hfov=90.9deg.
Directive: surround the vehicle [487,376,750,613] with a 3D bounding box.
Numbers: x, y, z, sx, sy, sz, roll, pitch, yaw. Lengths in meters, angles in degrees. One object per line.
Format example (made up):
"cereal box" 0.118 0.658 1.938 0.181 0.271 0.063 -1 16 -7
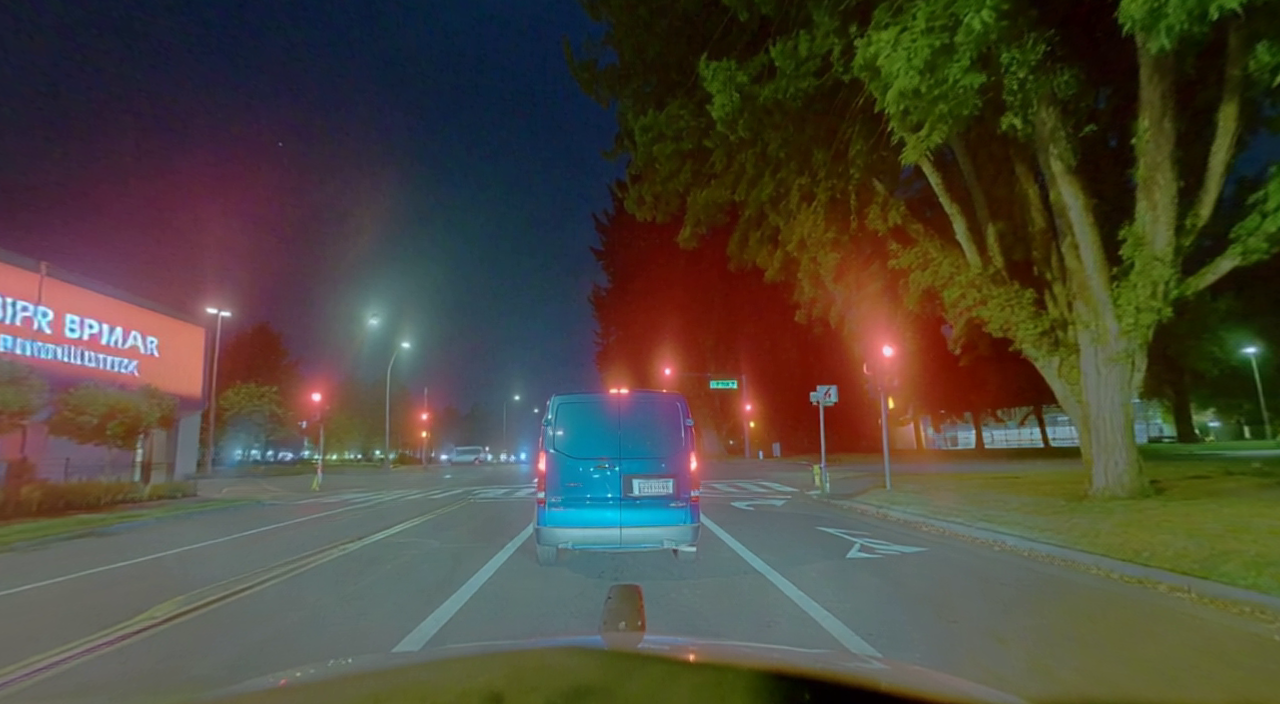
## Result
"vehicle" -0.296 1.478 7.297 2.181 1.949 3.932 1 -9 -4
